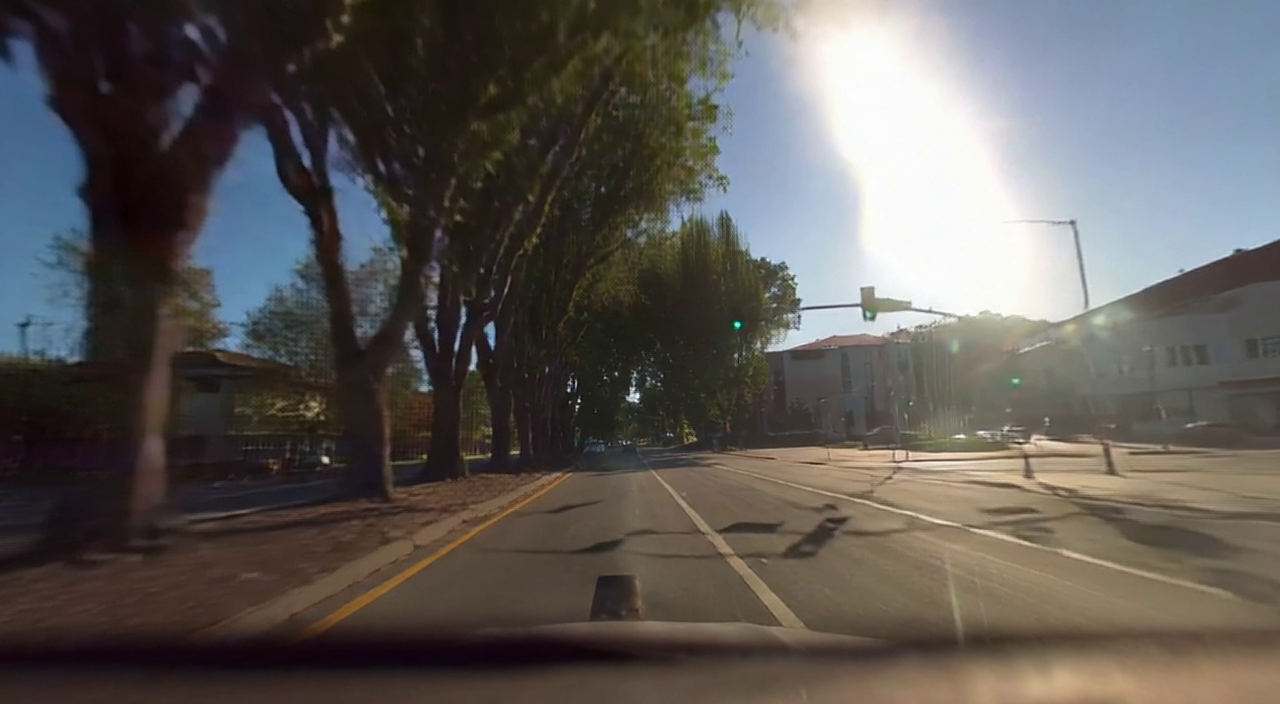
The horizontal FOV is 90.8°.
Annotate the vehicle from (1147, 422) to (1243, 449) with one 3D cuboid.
[{"bbox_3d":[34.986,5.322,40.017,1.886,1.548,4.605,0,-9,-1],"label":"vehicle"}]

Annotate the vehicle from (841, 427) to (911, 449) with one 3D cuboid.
[{"bbox_3d":[18.500,6.756,49.692,4.688,1.658,1.950,0,-8,-2],"label":"vehicle"}]
